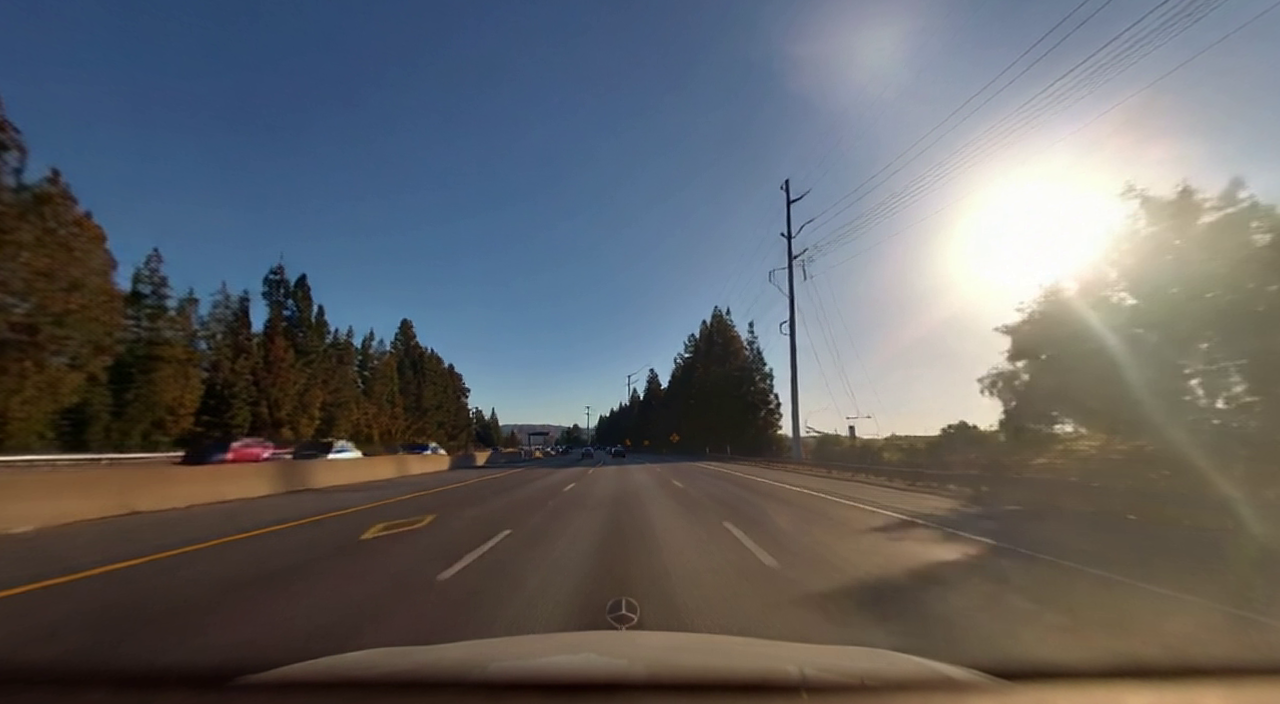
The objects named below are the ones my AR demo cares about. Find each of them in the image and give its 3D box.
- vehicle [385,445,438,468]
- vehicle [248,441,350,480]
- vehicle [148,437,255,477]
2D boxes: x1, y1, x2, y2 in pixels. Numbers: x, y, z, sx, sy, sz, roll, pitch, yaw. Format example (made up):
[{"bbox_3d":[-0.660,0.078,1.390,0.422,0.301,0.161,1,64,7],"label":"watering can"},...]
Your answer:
[{"bbox_3d":[-15.048,6.910,41.930,1.914,1.477,4.524,0,-9,-1],"label":"vehicle"},{"bbox_3d":[-14.346,4.576,26.917,1.948,1.531,4.456,0,-9,-1],"label":"vehicle"},{"bbox_3d":[-18.540,4.446,26.934,1.778,1.562,3.903,0,-9,-1],"label":"vehicle"}]
